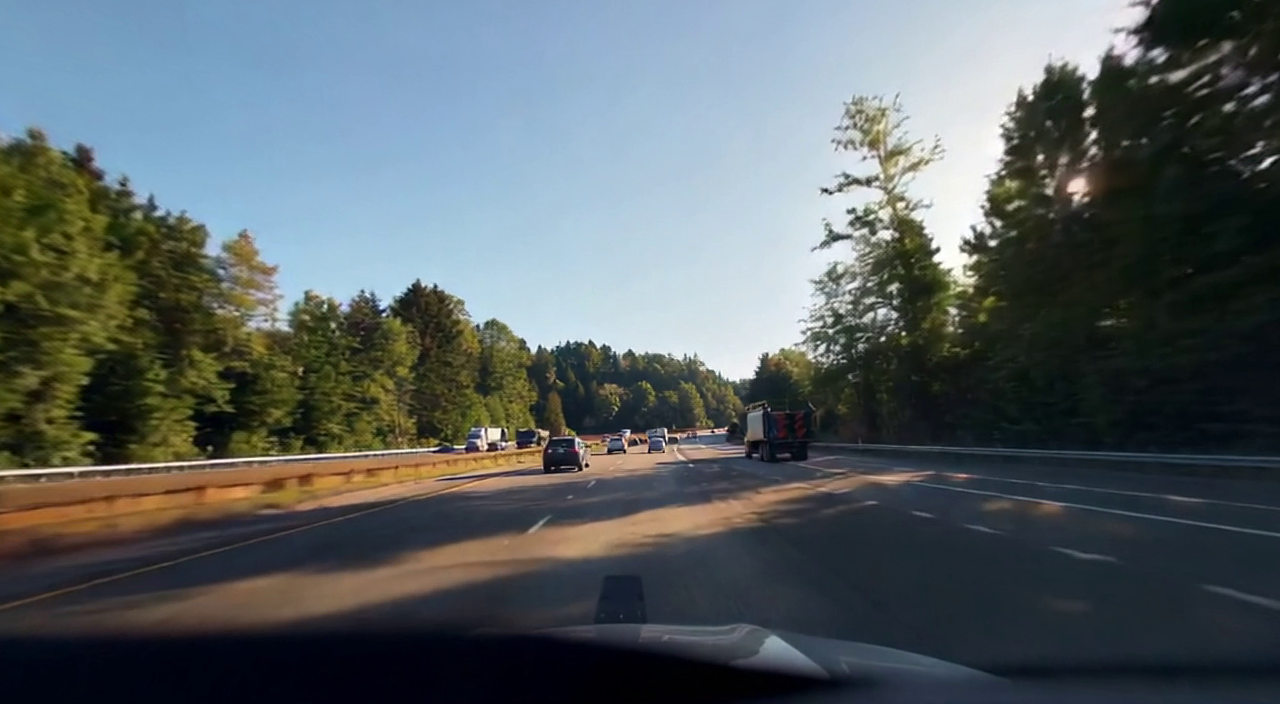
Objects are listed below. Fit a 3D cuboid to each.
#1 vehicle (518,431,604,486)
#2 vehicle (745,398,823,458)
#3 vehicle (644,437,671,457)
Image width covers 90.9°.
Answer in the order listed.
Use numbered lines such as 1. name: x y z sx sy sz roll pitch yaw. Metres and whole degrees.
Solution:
1. vehicle: -2.456 3.440 20.828 2.137 1.618 4.209 0 -8 2
2. vehicle: 10.218 5.630 46.065 2.999 3.901 10.127 0 -8 -1
3. vehicle: 1.341 7.373 49.054 2.004 1.465 3.842 0 -8 1
